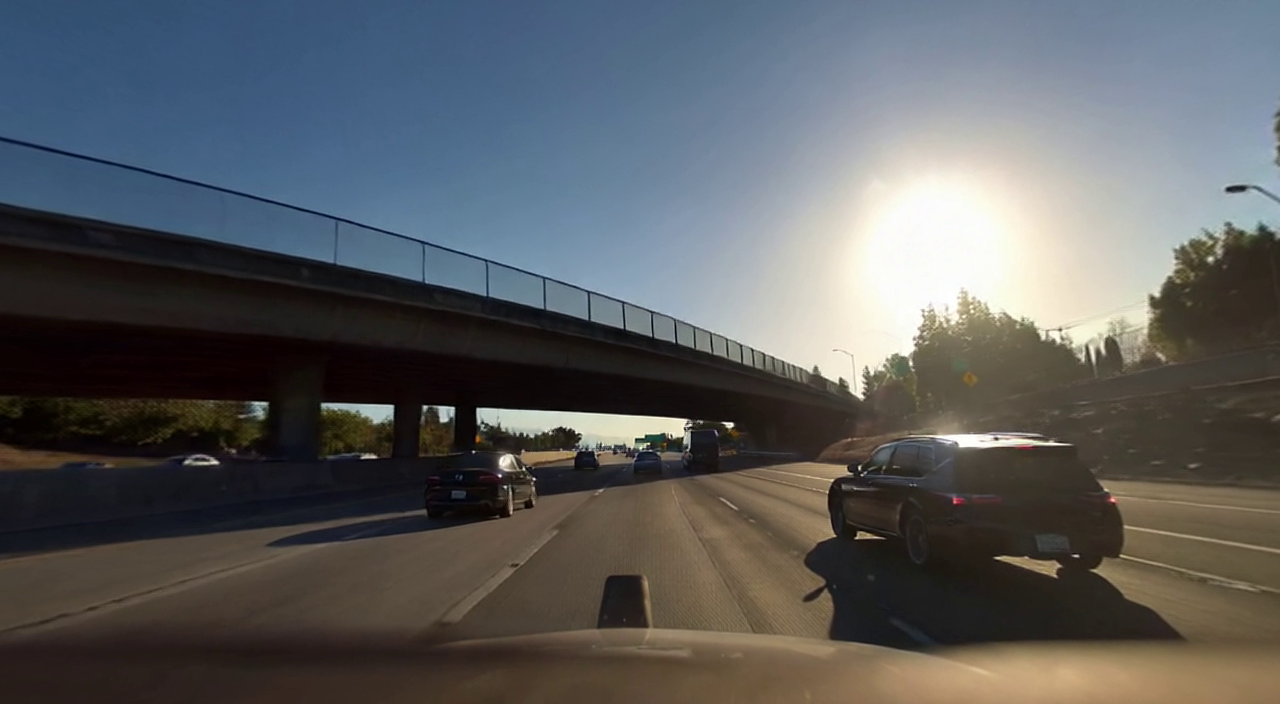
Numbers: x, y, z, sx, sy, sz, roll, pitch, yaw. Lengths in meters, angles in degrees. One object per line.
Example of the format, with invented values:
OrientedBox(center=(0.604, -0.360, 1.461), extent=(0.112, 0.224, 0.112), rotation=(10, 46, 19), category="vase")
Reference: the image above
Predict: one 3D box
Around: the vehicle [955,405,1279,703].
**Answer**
OrientedBox(center=(4.123, 1.155, 3.816), extent=(2.085, 1.558, 4.466), rotation=(0, -8, -1), category="vehicle")

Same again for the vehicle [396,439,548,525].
OrientedBox(center=(-3.407, 2.711, 13.701), extent=(2.137, 1.562, 3.926), rotation=(0, -8, 2), category="vehicle")

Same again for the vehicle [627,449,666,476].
OrientedBox(center=(0.361, 6.536, 37.653), extent=(2.174, 1.467, 4.005), rotation=(0, -8, 0), category="vehicle")

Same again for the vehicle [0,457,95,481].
OrientedBox(center=(-40.530, 7.979, 43.292), extent=(1.864, 1.505, 4.863), rotation=(0, -9, 0), category="vehicle")

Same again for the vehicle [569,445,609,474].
OrientedBox(center=(-3.203, 6.822, 40.226), extent=(2.078, 1.706, 4.298), rotation=(-1, -8, 2), category="vehicle")

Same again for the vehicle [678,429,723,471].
OrientedBox(center=(4.172, 6.934, 44.688), extent=(2.436, 2.745, 6.607), rotation=(0, -8, -1), category="vehicle")

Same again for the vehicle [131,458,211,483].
OrientedBox(center=(-30.005, 7.552, 40.525), extent=(1.718, 1.422, 4.457), rotation=(0, -9, 0), category="vehicle")
